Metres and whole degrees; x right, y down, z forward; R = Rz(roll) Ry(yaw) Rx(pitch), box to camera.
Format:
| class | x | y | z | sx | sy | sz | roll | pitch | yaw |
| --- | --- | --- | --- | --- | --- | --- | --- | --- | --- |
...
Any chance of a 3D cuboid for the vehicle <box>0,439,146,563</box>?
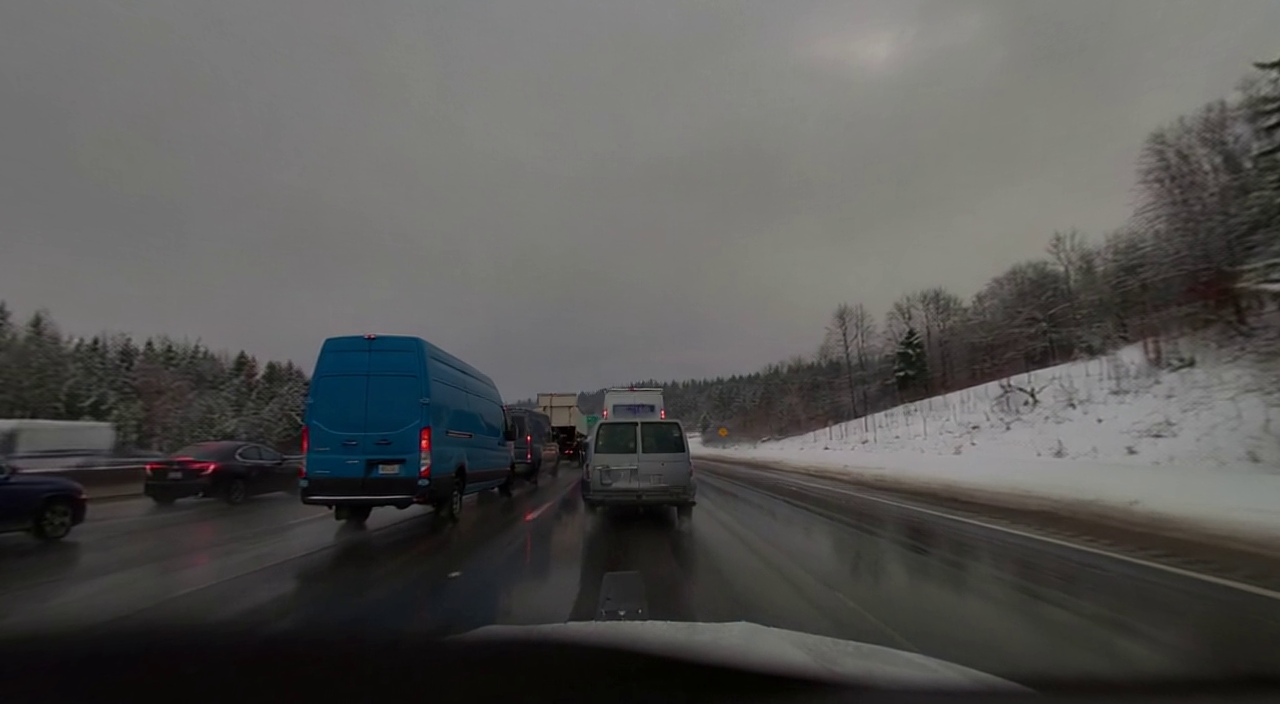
| class | x | y | z | sx | sy | sz | roll | pitch | yaw |
| --- | --- | --- | --- | --- | --- | --- | --- | --- | --- |
| vehicle | -8.815 | 1.836 | 7.703 | 1.899 | 1.503 | 4.466 | -1 | -9 | 1 |

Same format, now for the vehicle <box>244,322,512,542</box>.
| class | x | y | z | sx | sy | sz | roll | pitch | yaw |
| --- | --- | --- | --- | --- | --- | --- | --- | --- | --- |
| vehicle | -4.077 | 1.520 | 11.645 | 2.254 | 2.879 | 6.656 | 0 | -9 | -2 |

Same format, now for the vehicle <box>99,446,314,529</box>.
| class | x | y | z | sx | sy | sz | roll | pitch | yaw |
| --- | --- | --- | --- | --- | --- | --- | --- | --- | --- |
| vehicle | -8.932 | 2.776 | 13.496 | 1.797 | 1.466 | 3.924 | 0 | -9 | 0 |

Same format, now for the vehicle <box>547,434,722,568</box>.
| class | x | y | z | sx | sy | sz | roll | pitch | yaw |
| --- | --- | --- | --- | --- | --- | --- | --- | --- | --- |
| vehicle | -0.097 | 1.964 | 8.968 | 1.995 | 1.495 | 3.380 | 0 | -9 | -1 |
